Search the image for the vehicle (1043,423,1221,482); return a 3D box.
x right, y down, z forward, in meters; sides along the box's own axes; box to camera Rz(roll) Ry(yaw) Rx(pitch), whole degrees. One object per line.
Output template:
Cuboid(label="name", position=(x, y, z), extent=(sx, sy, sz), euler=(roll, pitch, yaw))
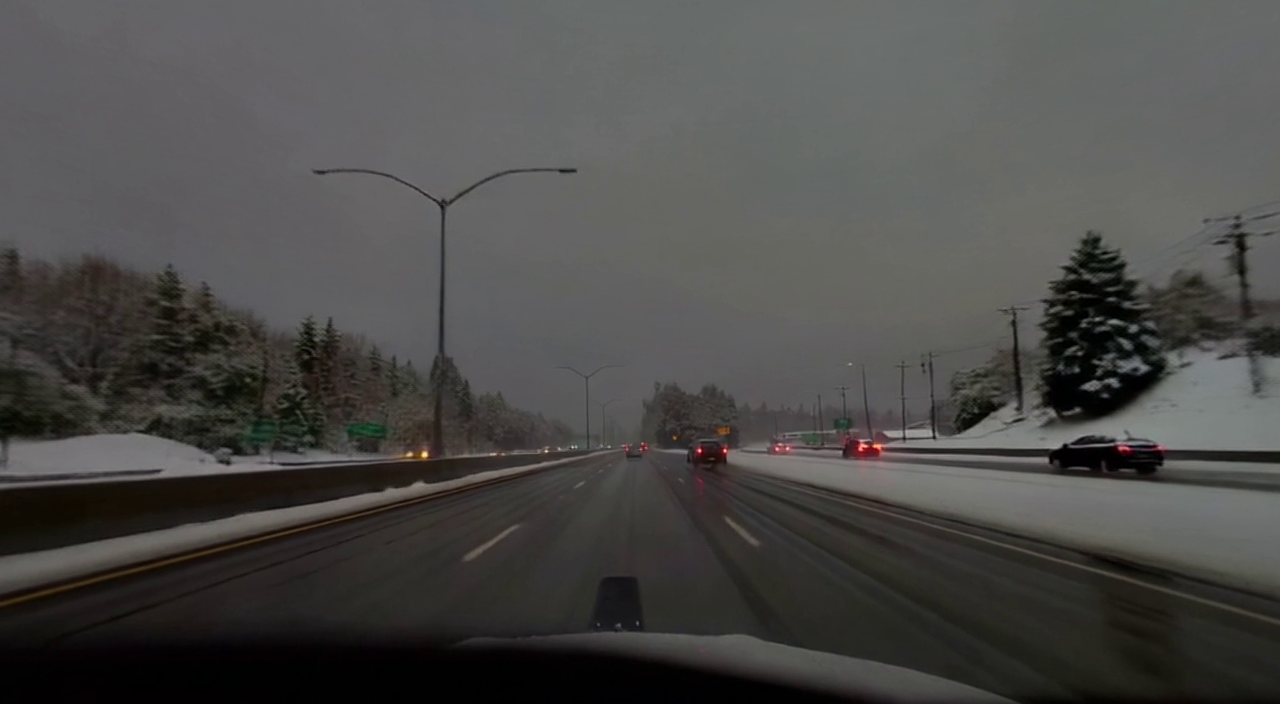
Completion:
Cuboid(label="vehicle", position=(17.773, 3.686, 23.349), extent=(2.190, 1.911, 5.658), euler=(-1, -9, 3))

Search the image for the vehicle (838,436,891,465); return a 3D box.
Cuboid(label="vehicle", position=(15.074, 6.640, 42.729), extent=(2.070, 1.782, 5.006), euler=(-1, -9, 4))

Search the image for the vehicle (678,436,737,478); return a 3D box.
Cuboid(label="vehicle", position=(2.845, 4.558, 27.647), extent=(1.997, 1.638, 4.281), euler=(0, -9, -1))
